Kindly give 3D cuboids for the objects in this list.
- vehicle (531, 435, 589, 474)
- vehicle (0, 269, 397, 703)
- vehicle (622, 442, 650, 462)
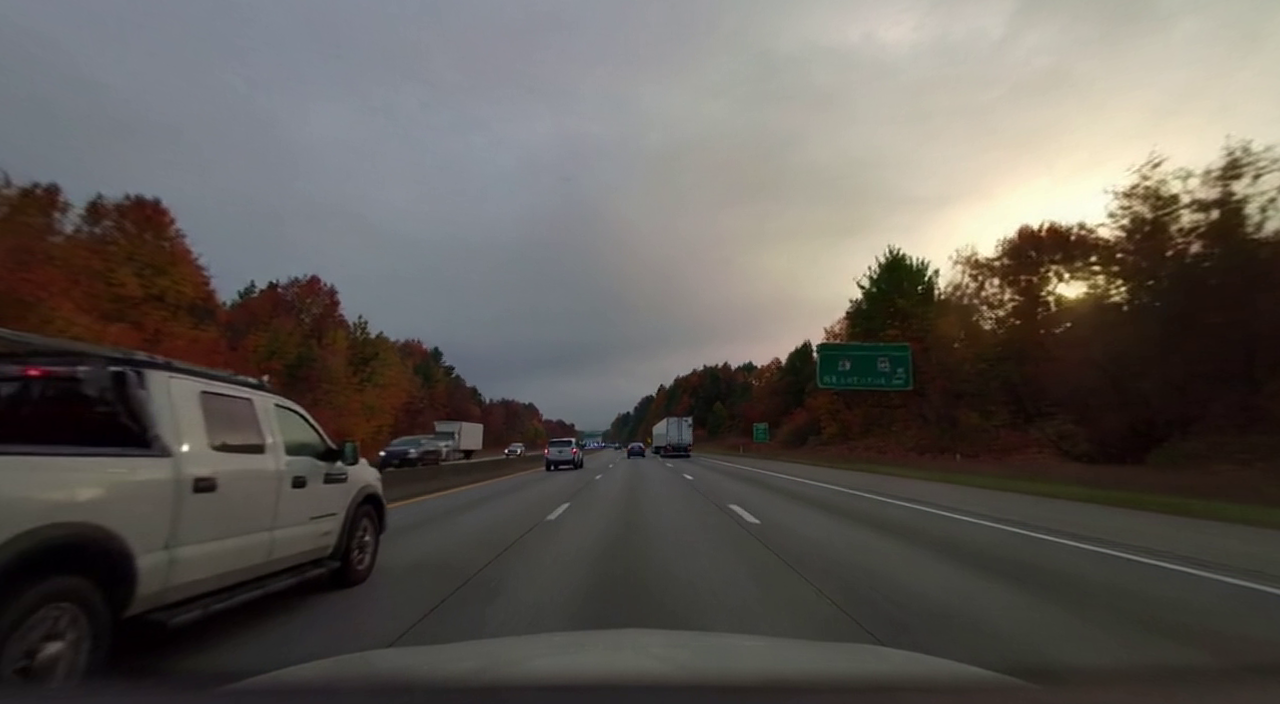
[{"bbox_3d":[-3.684,4.851,29.979,2.077,1.669,4.739,0,-8,1],"label":"vehicle"},{"bbox_3d":[-3.459,0.805,3.325,2.180,1.916,5.263,0,-8,1],"label":"vehicle"},{"bbox_3d":[-0.267,7.895,49.790,2.152,1.484,4.211,0,-8,0],"label":"vehicle"}]
